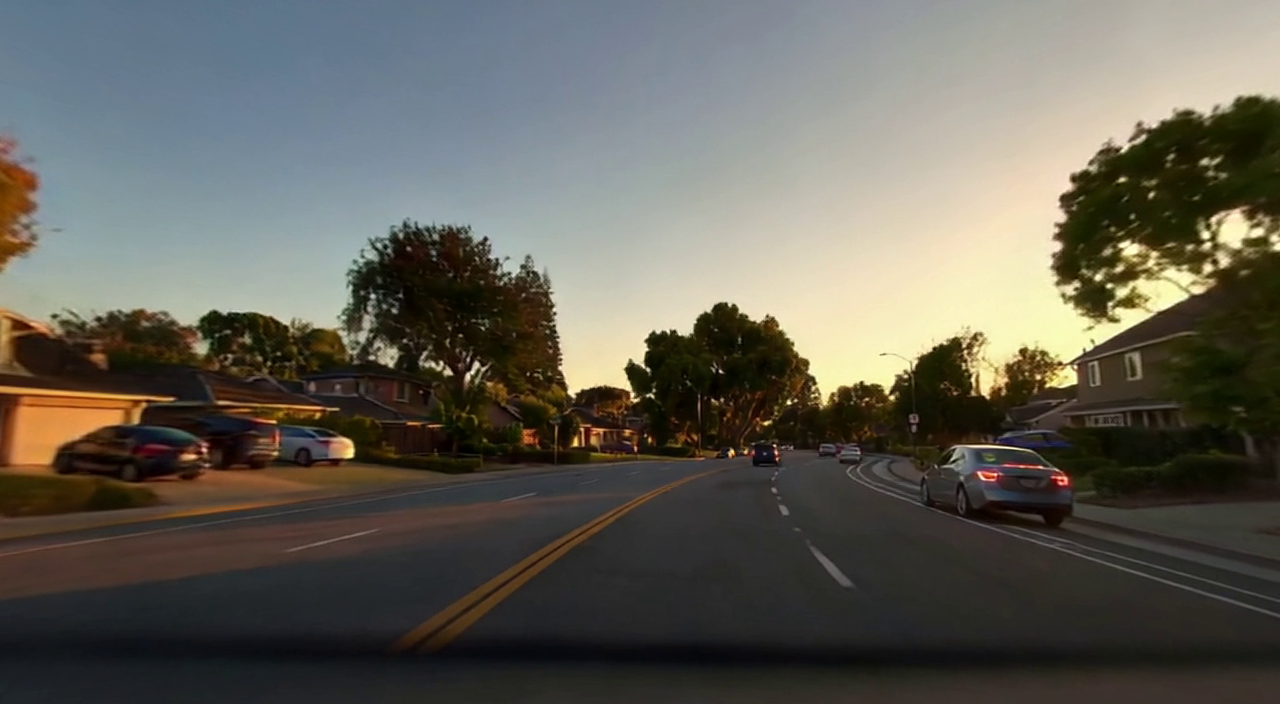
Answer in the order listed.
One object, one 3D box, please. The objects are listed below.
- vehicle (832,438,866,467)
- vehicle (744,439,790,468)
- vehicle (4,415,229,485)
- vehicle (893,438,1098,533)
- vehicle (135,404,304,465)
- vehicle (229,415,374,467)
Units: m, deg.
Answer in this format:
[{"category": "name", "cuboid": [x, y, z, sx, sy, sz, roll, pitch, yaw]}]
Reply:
[{"category": "vehicle", "cuboid": [14.688, 7.050, 44.506, 2.059, 1.924, 4.257, -3, -9, 16]}, {"category": "vehicle", "cuboid": [7.862, 6.185, 38.721, 2.106, 1.667, 4.367, -3, -9, 19]}, {"category": "vehicle", "cuboid": [-14.331, 2.686, 17.413, 4.646, 1.502, 1.874, 3, -9, 5]}, {"category": "vehicle", "cuboid": [6.628, 2.473, 12.414, 1.934, 1.506, 4.282, -1, -8, 7]}, {"category": "vehicle", "cuboid": [-16.394, 3.259, 24.745, 5.057, 1.938, 2.301, 3, -8, 8]}, {"category": "vehicle", "cuboid": [-14.659, 3.827, 27.493, 4.984, 1.812, 2.354, 3, -6, 8]}]
